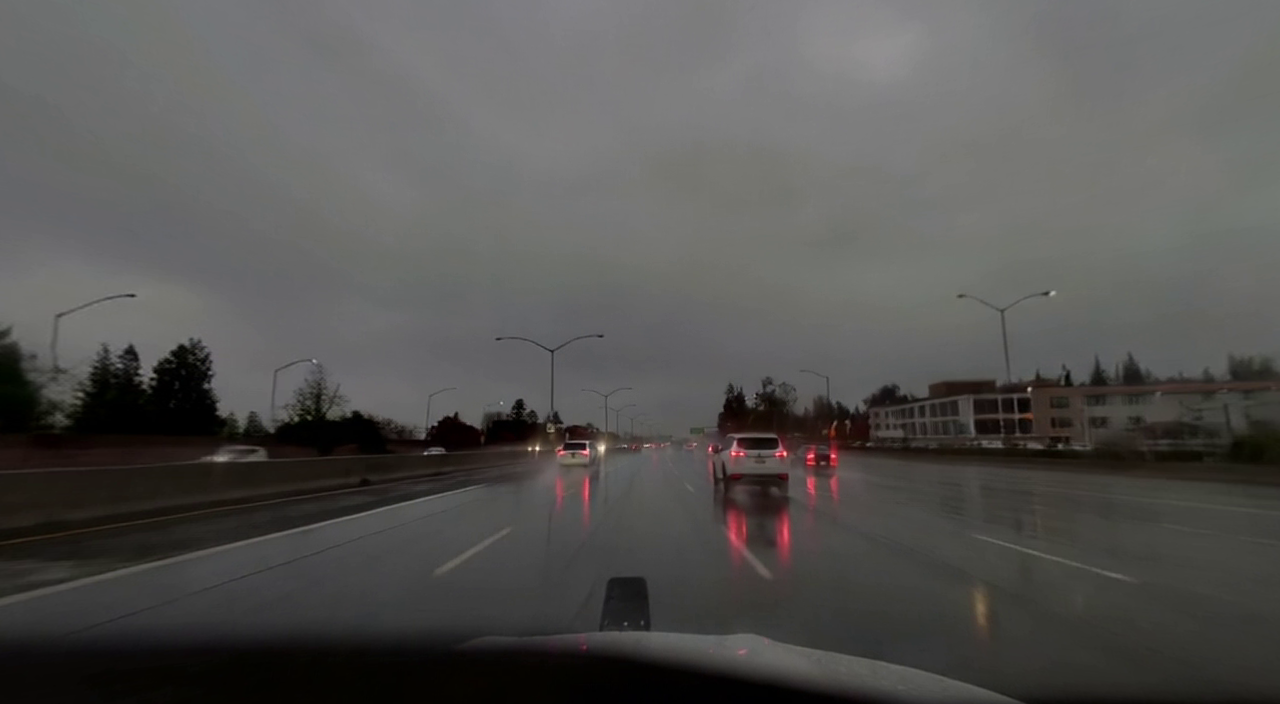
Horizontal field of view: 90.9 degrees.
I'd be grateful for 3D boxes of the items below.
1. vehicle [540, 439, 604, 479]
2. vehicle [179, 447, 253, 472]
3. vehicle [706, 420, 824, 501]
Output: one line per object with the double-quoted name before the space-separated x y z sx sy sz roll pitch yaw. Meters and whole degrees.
"vehicle" -2.851 4.617 27.492 2.080 1.542 4.718 -1 -8 2
"vehicle" -25.522 6.460 38.103 1.912 1.456 3.591 0 -9 0
"vehicle" 3.130 2.847 16.927 2.148 1.852 4.835 0 -8 0
